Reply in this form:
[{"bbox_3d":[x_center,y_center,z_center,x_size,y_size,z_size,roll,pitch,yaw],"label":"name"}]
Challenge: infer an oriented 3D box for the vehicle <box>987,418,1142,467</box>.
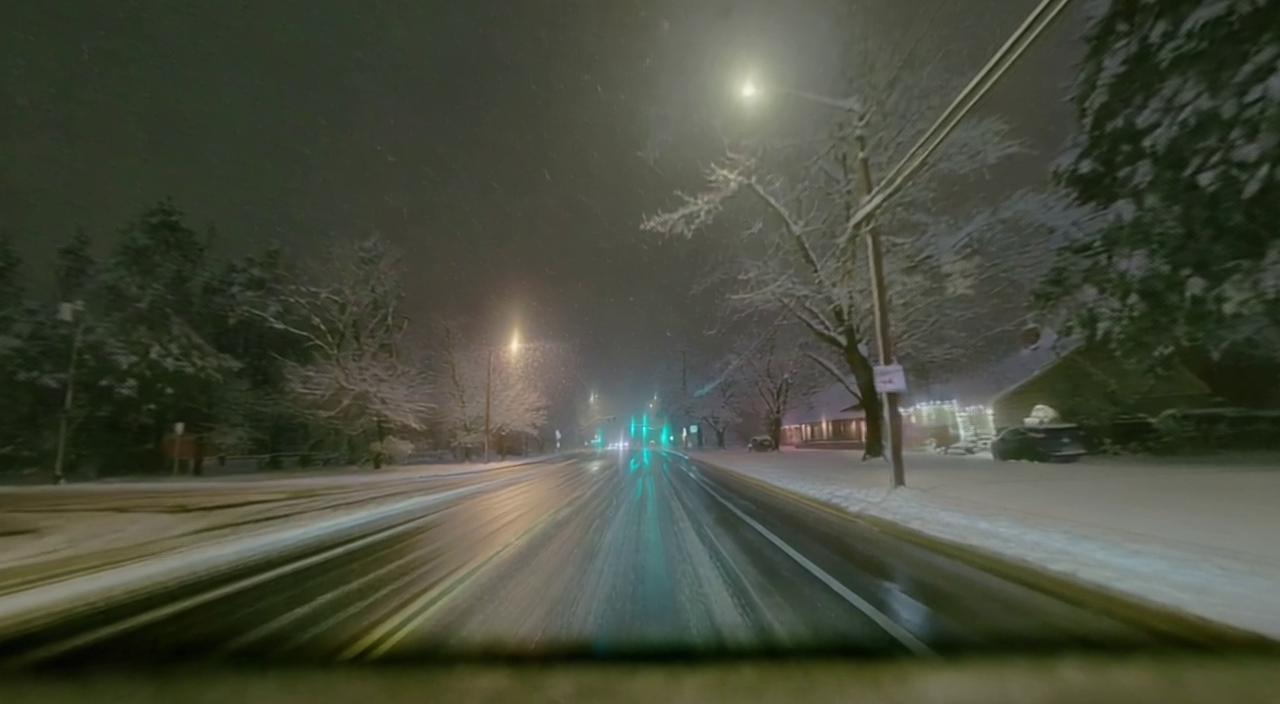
[{"bbox_3d":[18.273,3.918,27.387,4.978,1.991,2.234,-1,-8,3],"label":"vehicle"}]
